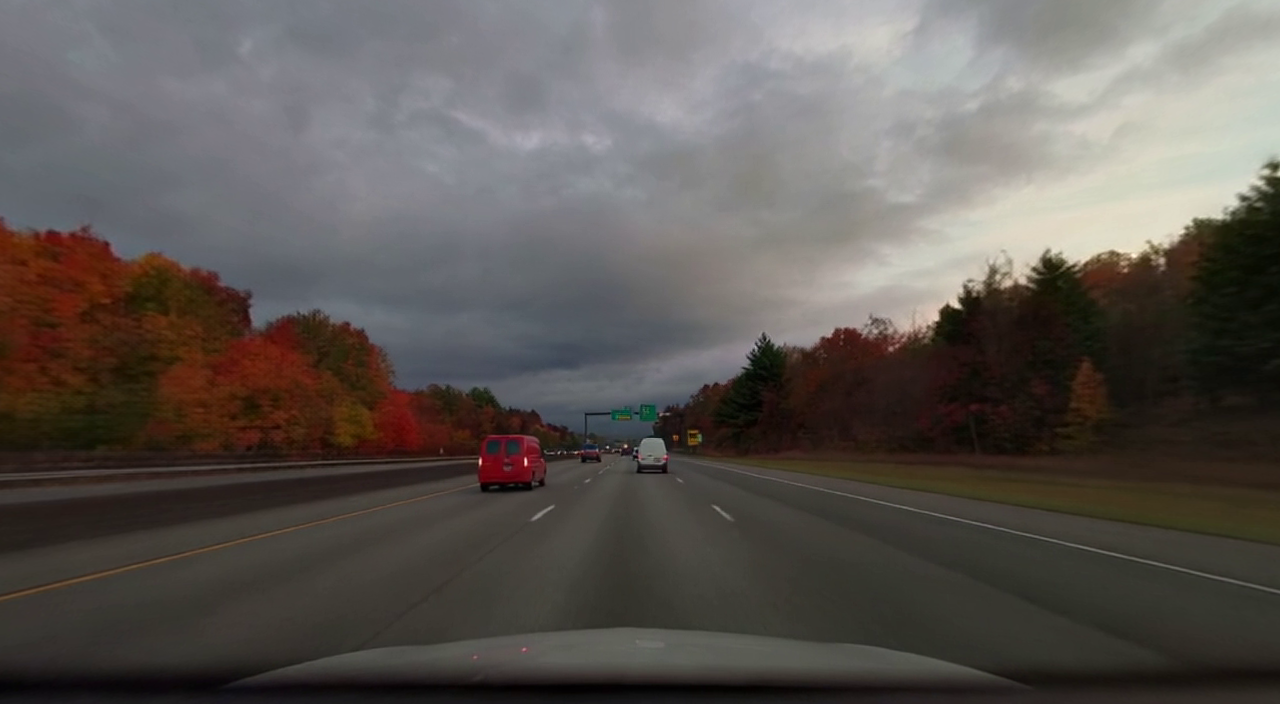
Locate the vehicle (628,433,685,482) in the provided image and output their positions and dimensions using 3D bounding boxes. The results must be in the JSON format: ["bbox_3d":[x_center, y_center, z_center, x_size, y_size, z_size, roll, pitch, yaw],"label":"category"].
[{"bbox_3d":[0.609,4.555,27.248,2.179,1.930,4.538,0,-9,-2],"label":"vehicle"}]

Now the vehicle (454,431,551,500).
[{"bbox_3d":[-3.904,3.303,18.560,2.021,1.790,3.907,0,-9,-1],"label":"vehicle"}]
